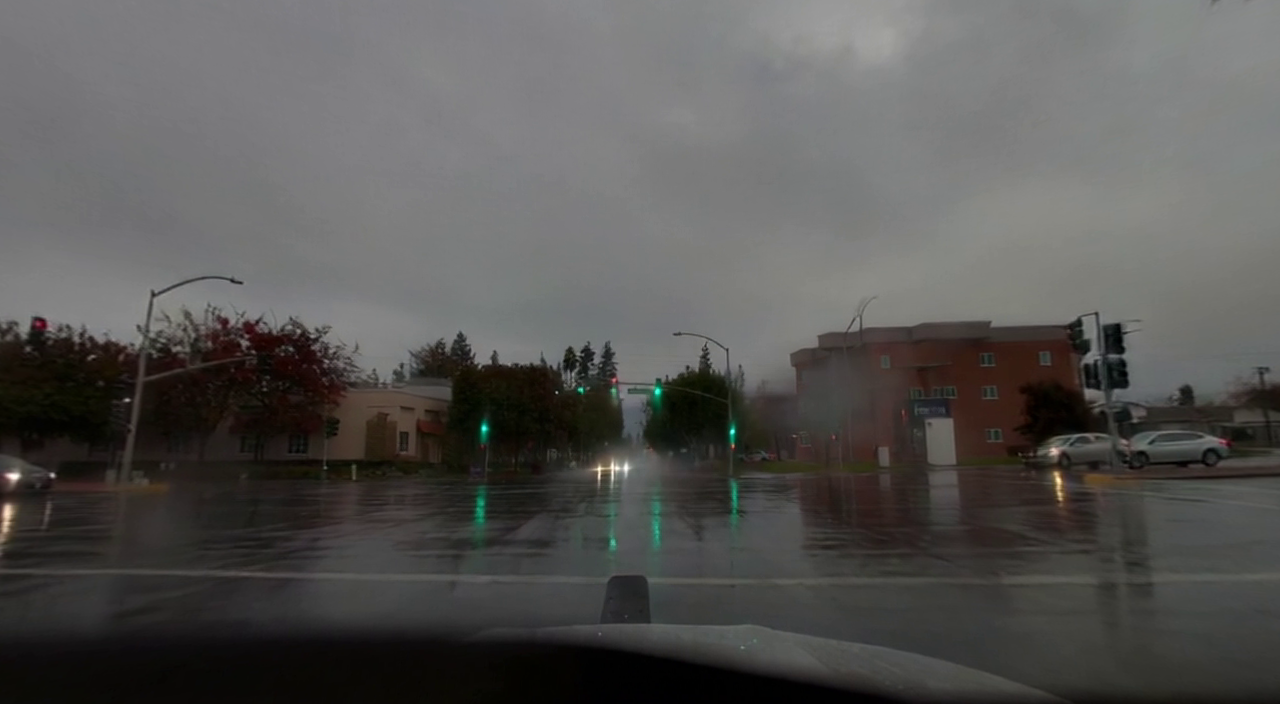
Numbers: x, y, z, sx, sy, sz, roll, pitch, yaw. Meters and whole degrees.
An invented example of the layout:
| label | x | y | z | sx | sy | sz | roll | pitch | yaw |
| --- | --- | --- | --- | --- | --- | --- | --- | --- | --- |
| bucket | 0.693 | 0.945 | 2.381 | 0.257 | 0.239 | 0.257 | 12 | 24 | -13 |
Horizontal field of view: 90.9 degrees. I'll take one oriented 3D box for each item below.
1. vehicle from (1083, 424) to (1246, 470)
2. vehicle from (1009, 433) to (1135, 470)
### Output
| label | x | y | z | sx | sy | sz | roll | pitch | yaw |
| --- | --- | --- | --- | --- | --- | --- | --- | --- | --- |
| vehicle | 19.483 | 3.543 | 23.563 | 4.288 | 1.600 | 1.927 | 0 | -8 | 1 |
| vehicle | 20.425 | 4.712 | 29.921 | 4.483 | 1.691 | 1.949 | 0 | -8 | 1 |
